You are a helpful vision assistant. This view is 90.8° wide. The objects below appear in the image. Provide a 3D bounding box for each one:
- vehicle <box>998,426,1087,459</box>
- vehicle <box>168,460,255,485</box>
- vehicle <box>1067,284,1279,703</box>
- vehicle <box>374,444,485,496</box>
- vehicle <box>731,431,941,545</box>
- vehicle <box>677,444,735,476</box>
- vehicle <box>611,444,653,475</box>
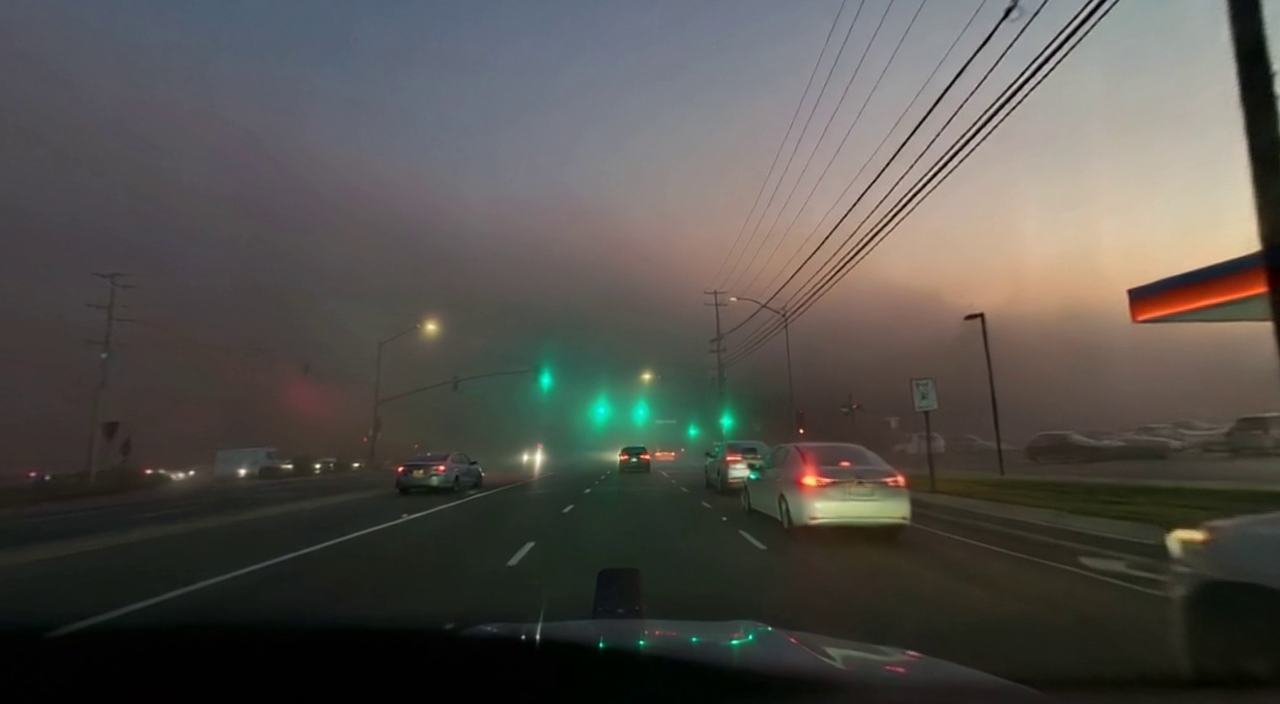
[{"bbox_3d":[19.687,4.523,31.182,2.140,1.485,4.425,-2,-10,11],"label":"vehicle"},{"bbox_3d":[-30.127,8.471,44.479,4.989,1.567,2.075,-1,-9,12],"label":"vehicle"},{"bbox_3d":[3.217,0.454,0.523,2.124,1.824,4.973,0,-9,-1],"label":"vehicle"},{"bbox_3d":[-6.528,3.687,20.168,2.075,1.470,4.190,0,-9,0],"label":"vehicle"},{"bbox_3d":[2.919,2.130,10.603,1.945,1.470,4.363,0,-9,-3],"label":"vehicle"},{"bbox_3d":[3.143,5.266,31.022,2.208,1.436,4.542,0,-9,-2],"label":"vehicle"},{"bbox_3d":[-0.433,5.508,32.694,2.065,1.484,3.894,0,-9,-1],"label":"vehicle"}]
